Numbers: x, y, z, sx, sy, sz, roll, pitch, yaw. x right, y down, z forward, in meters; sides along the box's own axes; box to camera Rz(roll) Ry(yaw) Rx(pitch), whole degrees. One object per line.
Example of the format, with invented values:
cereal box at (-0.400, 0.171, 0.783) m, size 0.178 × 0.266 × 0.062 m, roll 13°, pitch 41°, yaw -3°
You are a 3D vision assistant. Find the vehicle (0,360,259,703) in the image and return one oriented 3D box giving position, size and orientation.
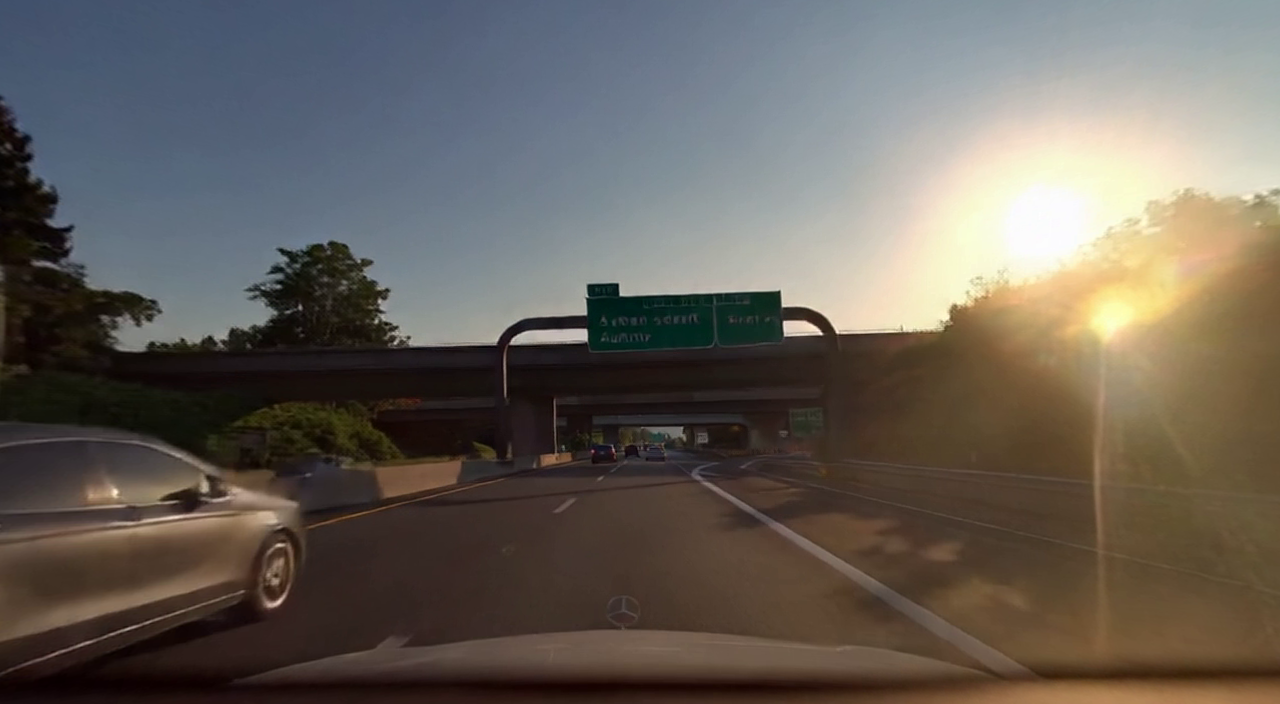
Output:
vehicle at (-3.663, 0.795, 2.137) m, size 2.037 × 1.638 × 4.274 m, roll 0°, pitch -9°, yaw 0°

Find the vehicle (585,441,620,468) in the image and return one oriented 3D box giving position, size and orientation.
vehicle at (-2.606, 7.325, 45.312) m, size 2.143 × 1.853 × 4.123 m, roll 0°, pitch -9°, yaw 2°

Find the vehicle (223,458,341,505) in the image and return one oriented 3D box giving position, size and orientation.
vehicle at (-12.364, 4.474, 22.109) m, size 1.750 × 1.402 × 3.988 m, roll 0°, pitch -9°, yaw 1°
